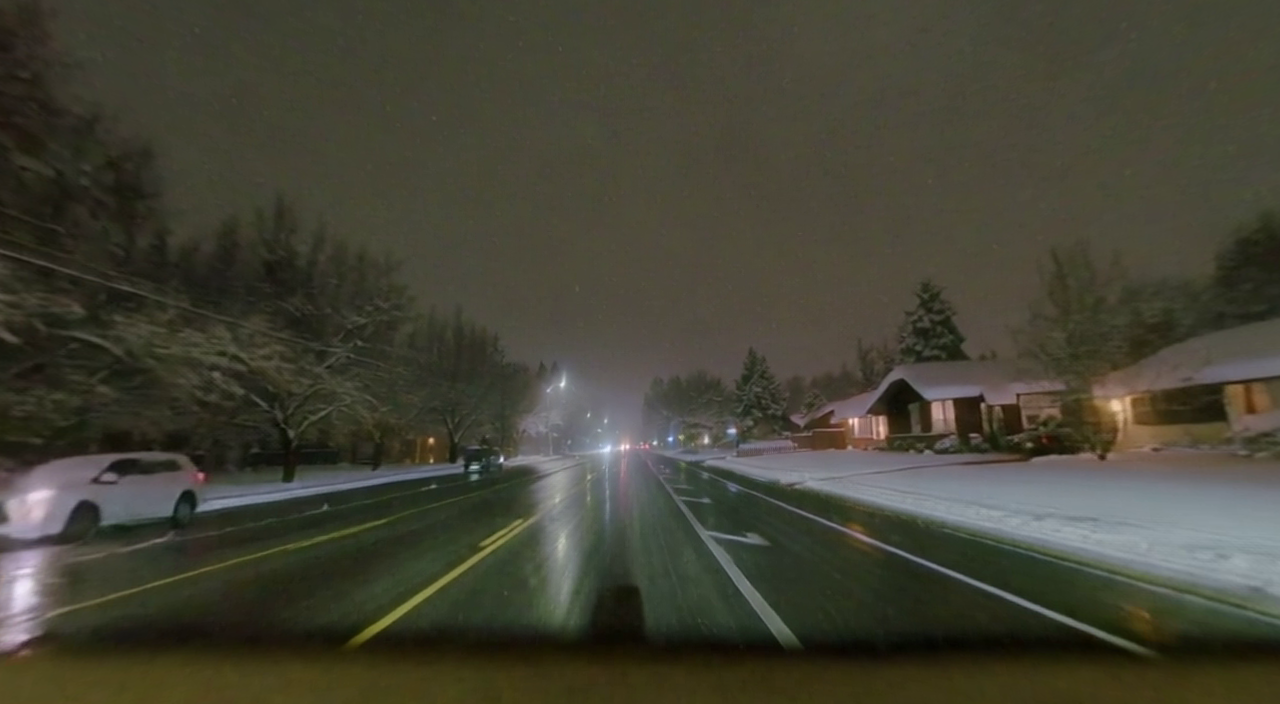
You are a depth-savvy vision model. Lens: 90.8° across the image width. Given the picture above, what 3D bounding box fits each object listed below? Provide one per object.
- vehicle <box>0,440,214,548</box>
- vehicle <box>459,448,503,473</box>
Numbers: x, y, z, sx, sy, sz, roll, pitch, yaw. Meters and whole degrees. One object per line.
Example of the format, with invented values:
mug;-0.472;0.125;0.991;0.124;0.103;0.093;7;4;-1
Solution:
vehicle;-11.741;2.912;13.407;2.062;1.821;4.880;-3;-10;-1
vehicle;-11.915;8.167;47.727;2.047;1.710;4.473;-3;-9;2
